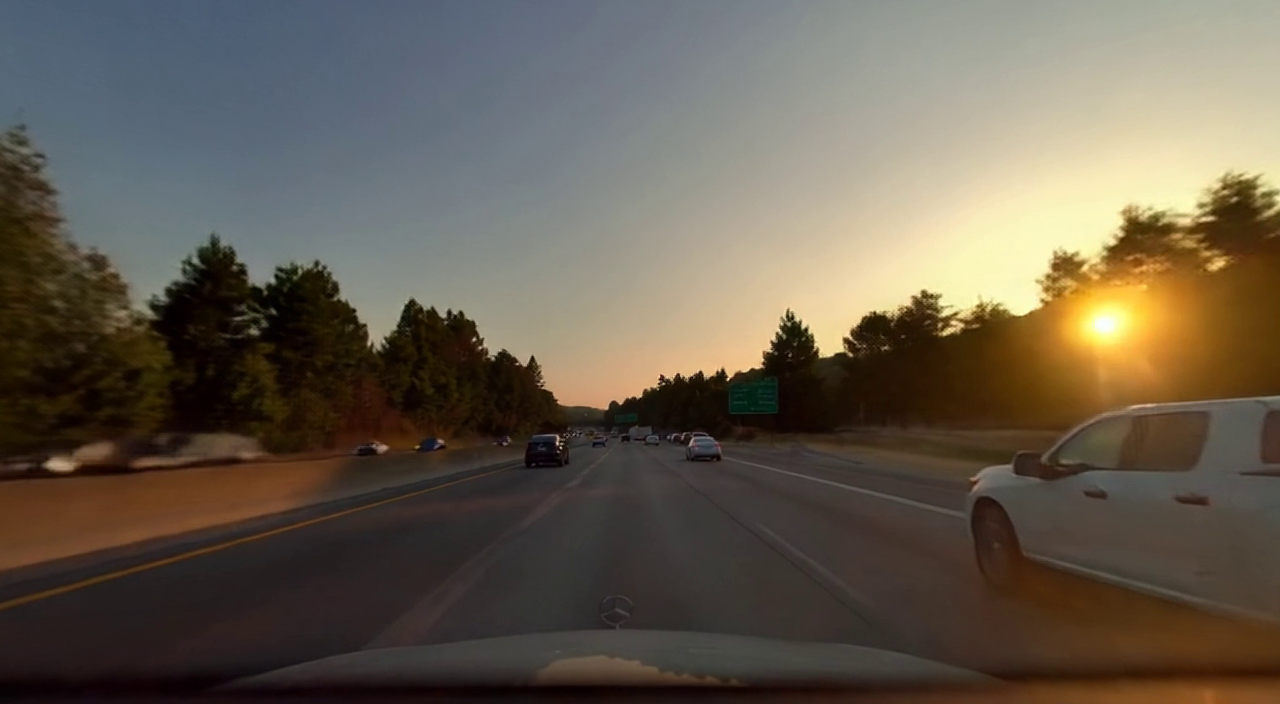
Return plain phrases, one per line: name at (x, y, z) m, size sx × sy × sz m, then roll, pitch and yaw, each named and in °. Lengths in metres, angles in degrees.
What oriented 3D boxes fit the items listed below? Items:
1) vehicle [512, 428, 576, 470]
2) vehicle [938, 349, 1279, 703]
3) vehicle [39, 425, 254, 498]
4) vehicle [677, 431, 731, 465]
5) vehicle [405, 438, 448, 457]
vehicle at (-3.960, 4.084, 26.792) m, size 2.011 × 1.614 × 4.808 m, roll 0°, pitch -8°, yaw 0°
vehicle at (3.588, 0.875, 2.999) m, size 1.949 × 1.639 × 4.748 m, roll 0°, pitch -8°, yaw -1°
vehicle at (-12.111, 2.690, 15.978) m, size 1.906 × 1.562 × 4.429 m, roll 0°, pitch -8°, yaw -1°
vehicle at (2.917, 4.510, 29.729) m, size 1.990 × 1.480 × 3.865 m, roll 1°, pitch -8°, yaw -2°
vehicle at (-16.722, 7.459, 49.521) m, size 1.863 × 1.450 × 4.406 m, roll 0°, pitch -8°, yaw -1°
